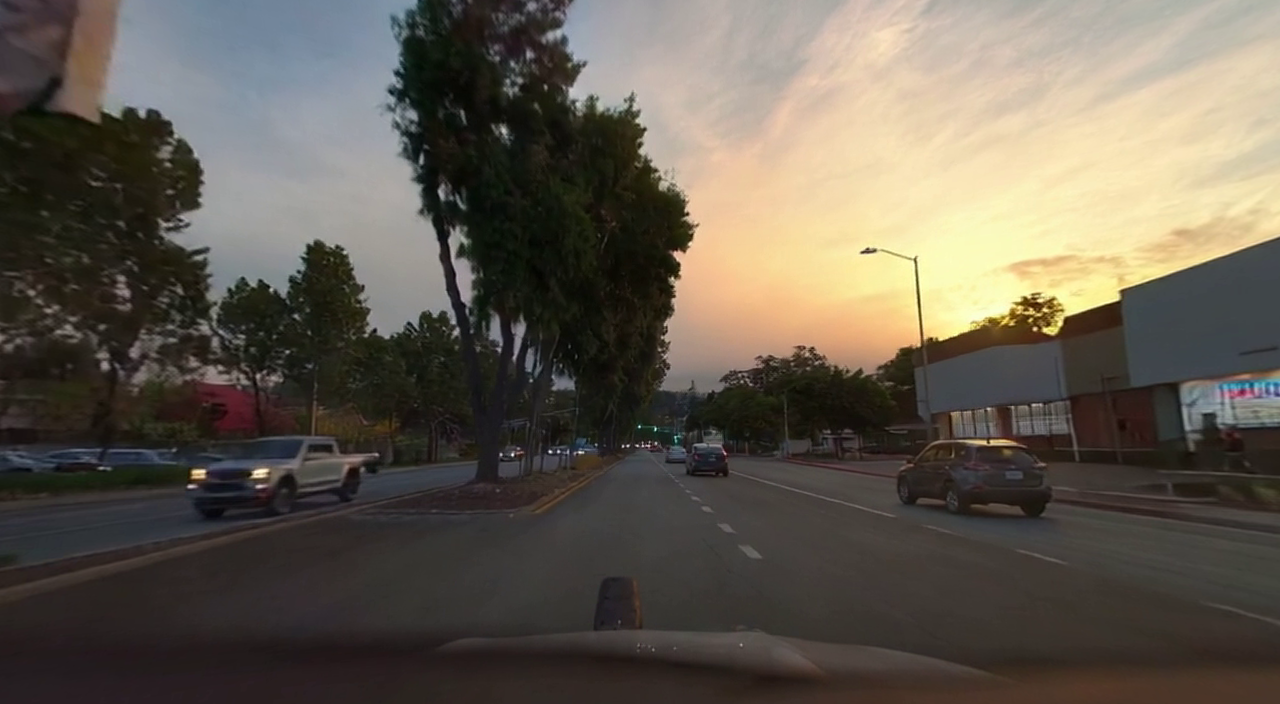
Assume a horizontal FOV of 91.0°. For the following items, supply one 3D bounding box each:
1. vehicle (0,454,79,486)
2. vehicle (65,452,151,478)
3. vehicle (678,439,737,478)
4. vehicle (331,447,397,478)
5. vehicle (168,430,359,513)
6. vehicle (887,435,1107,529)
[{"bbox_3d":[-28.642,5.454,29.217,3.453,1.405,1.745,0,-9,2],"label":"vehicle"},{"bbox_3d":[-29.312,6.226,34.740,3.351,1.369,1.579,0,-8,3],"label":"vehicle"},{"bbox_3d":[3.035,4.919,29.254,2.161,1.676,4.151,0,-9,-1],"label":"vehicle"},{"bbox_3d":[-16.574,6.638,38.055,1.947,1.738,4.428,0,-9,-1],"label":"vehicle"},{"bbox_3d":[-9.212,2.946,15.959,2.160,1.785,4.280,0,-9,0],"label":"vehicle"},{"bbox_3d":[6.775,2.478,12.597,1.886,1.528,4.169,0,-9,-1],"label":"vehicle"}]
